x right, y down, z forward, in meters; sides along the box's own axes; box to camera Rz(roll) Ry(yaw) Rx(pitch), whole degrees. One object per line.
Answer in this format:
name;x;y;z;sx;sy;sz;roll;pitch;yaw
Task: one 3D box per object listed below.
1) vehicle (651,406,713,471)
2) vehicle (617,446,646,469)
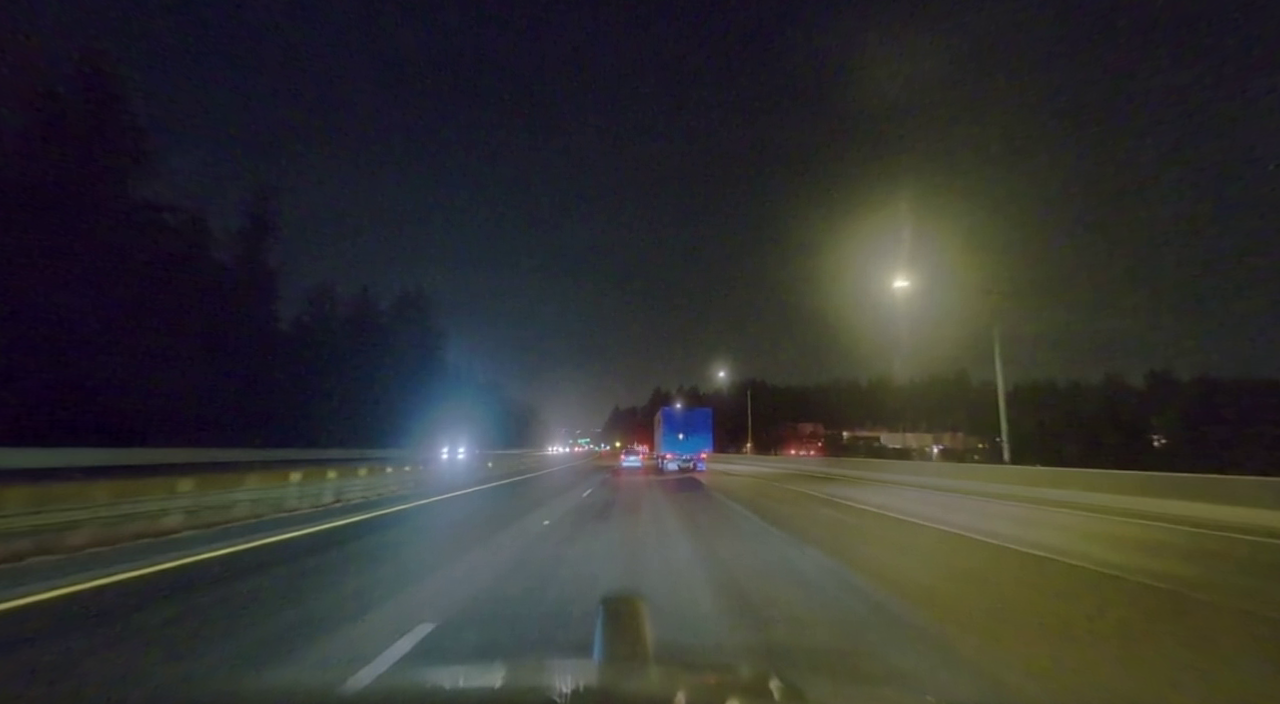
vehicle;2.853;6.914;49.452;3.462;4.177;16.311;0;-9;-1
vehicle;-0.574;7.129;42.714;1.898;1.438;4.053;0;-9;-1
